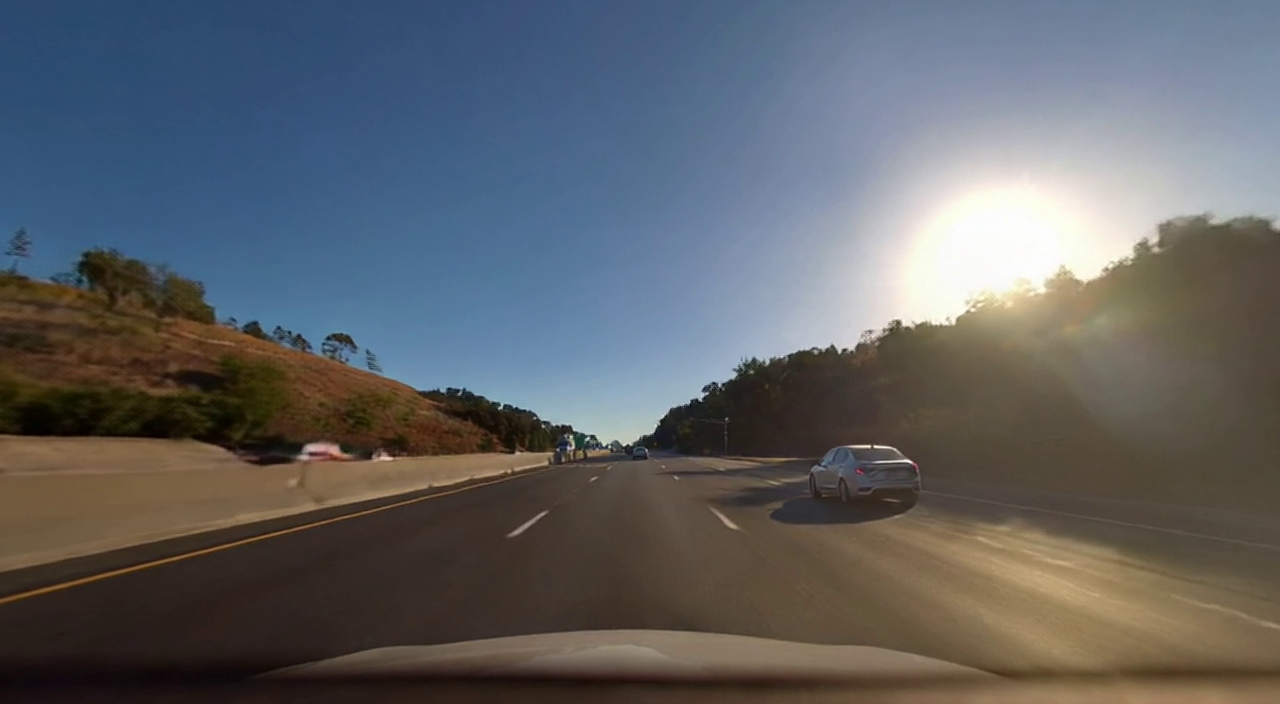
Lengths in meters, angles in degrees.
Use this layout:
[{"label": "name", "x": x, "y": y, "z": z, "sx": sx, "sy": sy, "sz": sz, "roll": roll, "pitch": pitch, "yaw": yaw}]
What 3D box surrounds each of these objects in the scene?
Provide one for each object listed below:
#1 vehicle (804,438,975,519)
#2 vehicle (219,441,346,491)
[{"label": "vehicle", "x": 5.223, "y": 2.691, "z": 13.941, "sx": 1.976, "sy": 1.495, "sz": 4.217, "roll": 0, "pitch": -9, "yaw": -1}, {"label": "vehicle", "x": -14.419, "y": 4.613, "z": 25.844, "sx": 2.240, "sy": 1.833, "sz": 5.015, "roll": 0, "pitch": -9, "yaw": 0}]
